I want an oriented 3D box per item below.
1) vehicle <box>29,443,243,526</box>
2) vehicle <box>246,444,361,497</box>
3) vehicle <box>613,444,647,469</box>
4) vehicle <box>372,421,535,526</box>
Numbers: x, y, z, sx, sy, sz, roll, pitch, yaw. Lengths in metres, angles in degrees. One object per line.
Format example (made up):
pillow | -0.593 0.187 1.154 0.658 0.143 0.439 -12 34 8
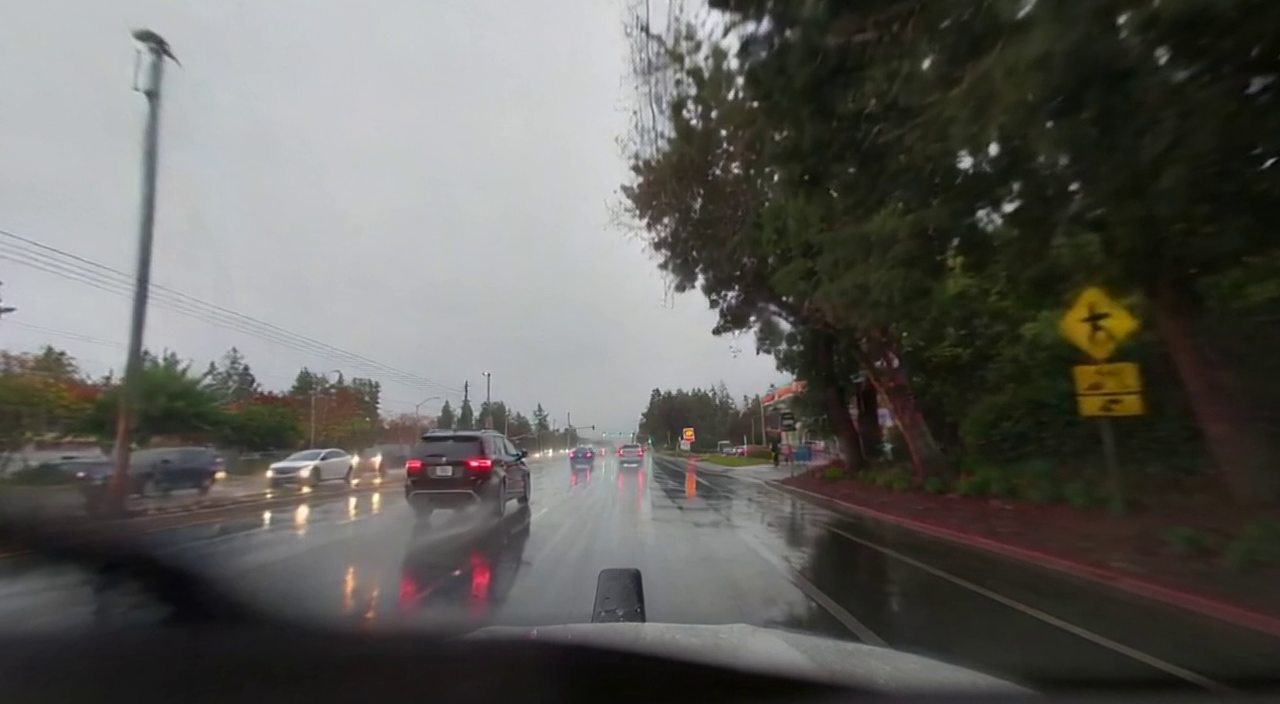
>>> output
vehicle | -11.838 3.064 15.311 1.843 1.512 4.221 -3 -7 -2
vehicle | -11.893 4.158 22.691 1.861 1.550 4.321 -4 -8 -1
vehicle | -0.663 7.332 44.581 2.190 1.662 4.167 0 -8 2
vehicle | -3.567 2.412 13.112 1.985 1.772 4.479 0 -8 0
